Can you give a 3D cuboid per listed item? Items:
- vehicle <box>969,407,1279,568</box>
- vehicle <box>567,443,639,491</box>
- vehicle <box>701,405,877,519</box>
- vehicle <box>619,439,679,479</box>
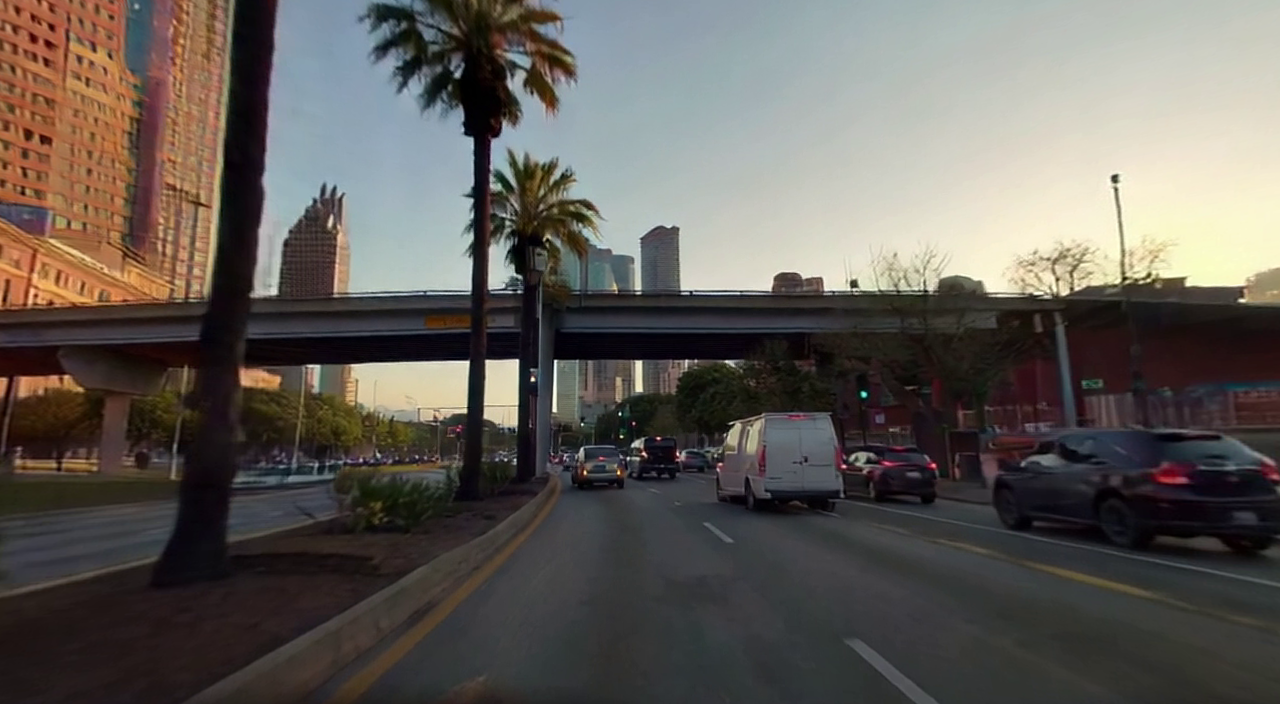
[{"bbox_3d":[7.284,1.842,9.358,2.164,1.745,4.677,0,-9,-2],"label":"vehicle"},{"bbox_3d":[-1.527,4.322,24.152,2.332,1.625,4.933,1,-9,-8],"label":"vehicle"},{"bbox_3d":[3.142,2.513,14.852,2.434,2.171,5.098,1,-9,-6],"label":"vehicle"},{"bbox_3d":[0.367,5.813,34.556,2.407,1.991,5.130,1,-9,-9],"label":"vehicle"}]
